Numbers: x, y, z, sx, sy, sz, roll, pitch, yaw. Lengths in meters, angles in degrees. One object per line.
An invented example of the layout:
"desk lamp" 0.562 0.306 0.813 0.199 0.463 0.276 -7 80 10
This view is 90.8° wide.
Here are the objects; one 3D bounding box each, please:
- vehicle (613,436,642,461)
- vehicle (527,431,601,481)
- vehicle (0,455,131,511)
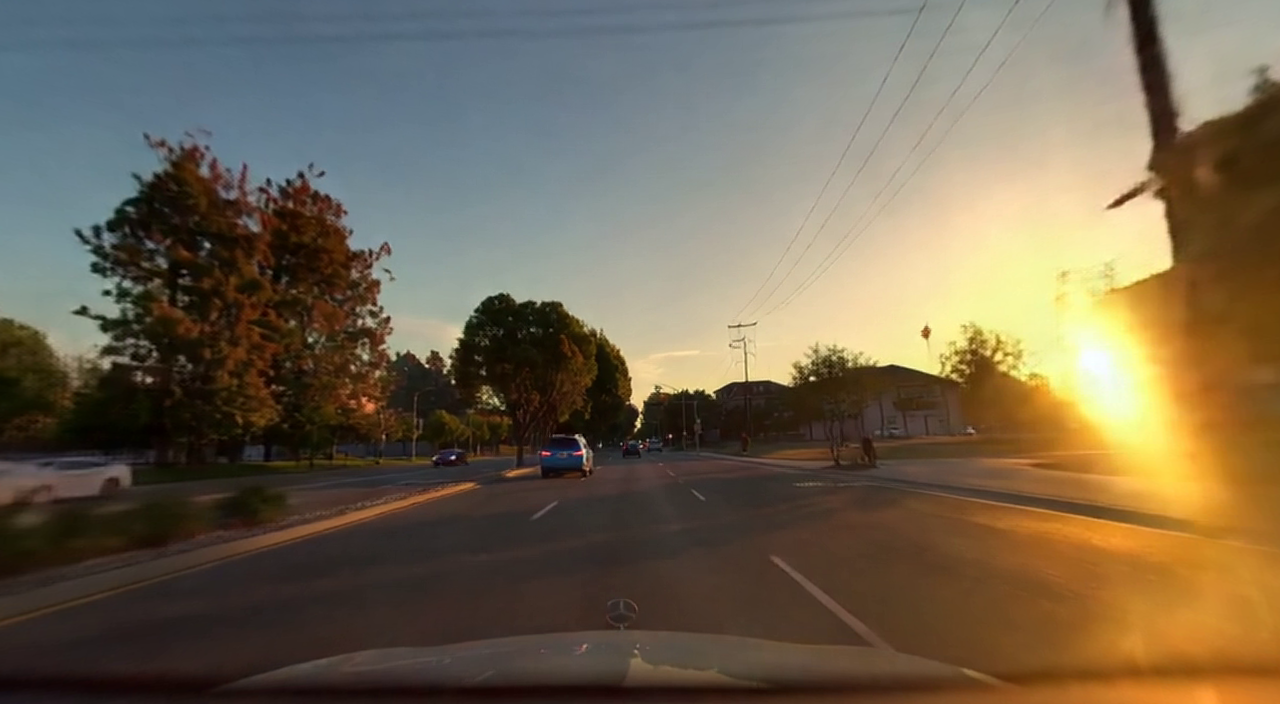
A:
"vehicle" -0.954 7.369 48.099 2.077 1.773 4.257 0 -9 -1
"vehicle" -2.767 3.939 24.074 2.174 1.703 4.231 -1 -9 2
"vehicle" -19.743 4.314 21.198 1.902 1.625 4.095 0 -9 -1
